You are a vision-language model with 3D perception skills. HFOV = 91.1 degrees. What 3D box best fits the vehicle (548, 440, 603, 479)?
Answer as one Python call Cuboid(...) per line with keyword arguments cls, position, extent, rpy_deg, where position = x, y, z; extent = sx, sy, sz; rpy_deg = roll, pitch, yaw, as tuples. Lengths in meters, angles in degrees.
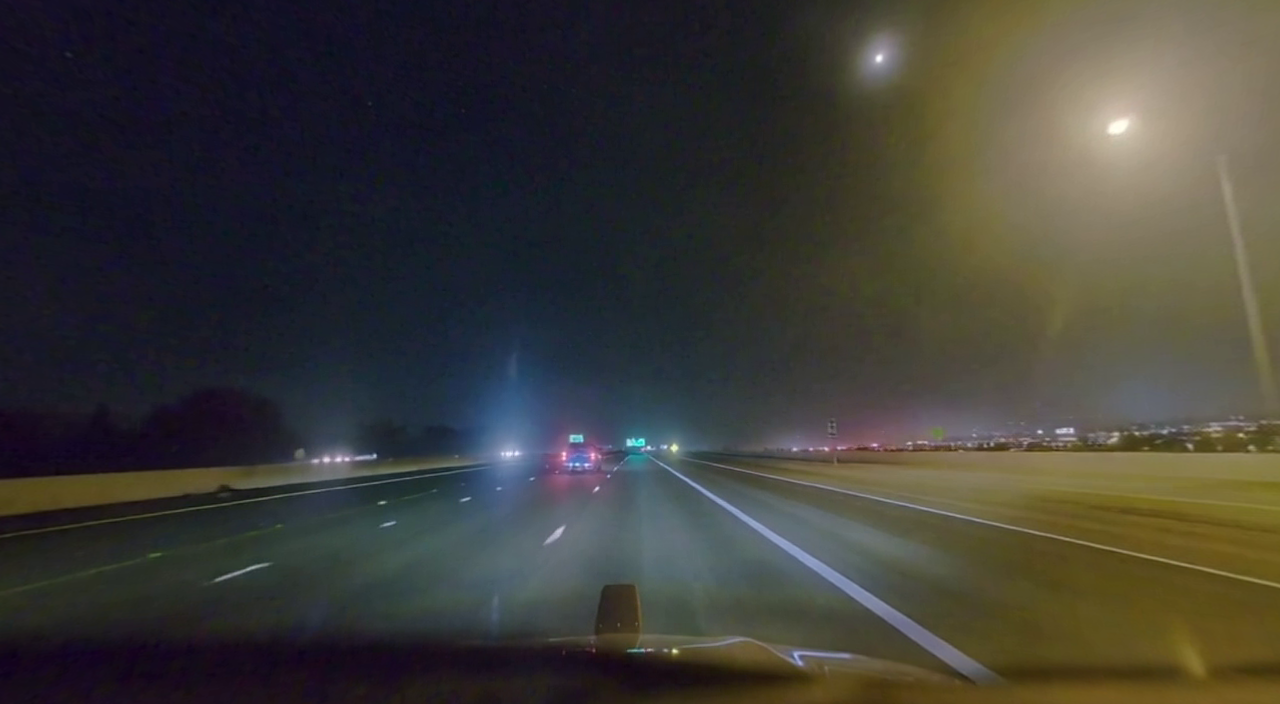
Cuboid(cls="vehicle", position=(-3.030, 5.190, 30.574), extent=(2.152, 1.717, 4.423), rpy_deg=(0, -9, 1))
